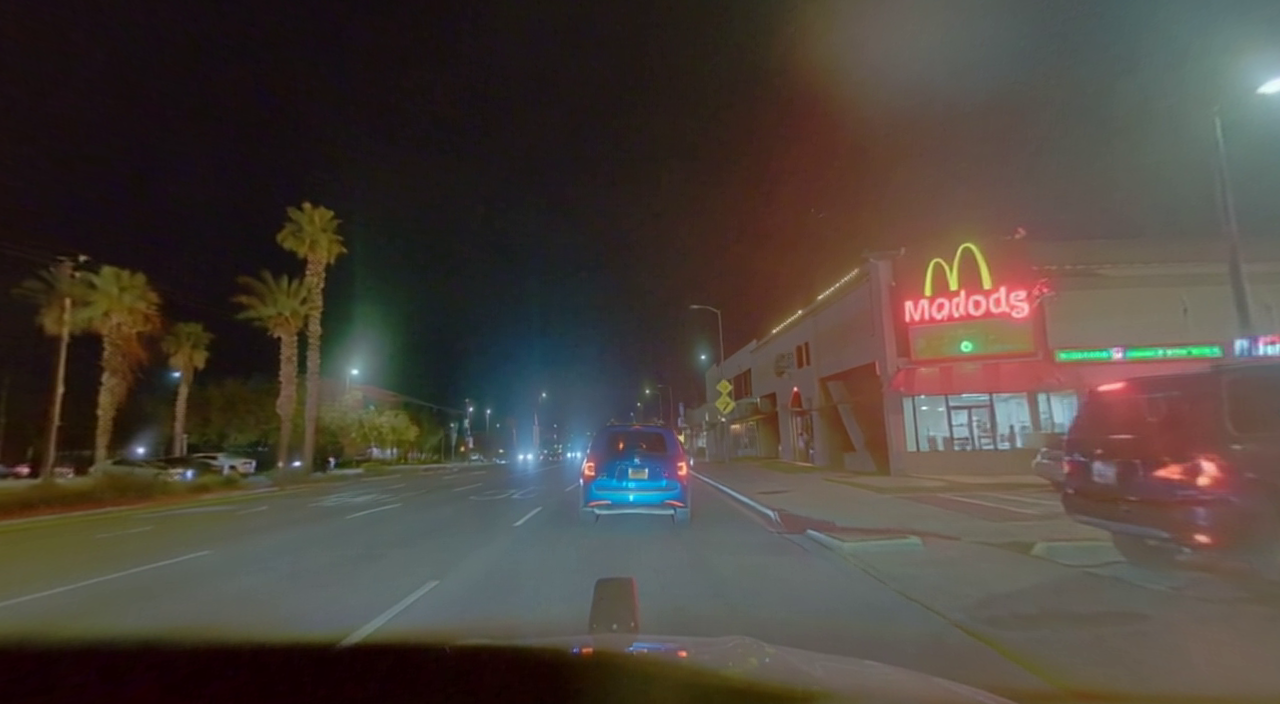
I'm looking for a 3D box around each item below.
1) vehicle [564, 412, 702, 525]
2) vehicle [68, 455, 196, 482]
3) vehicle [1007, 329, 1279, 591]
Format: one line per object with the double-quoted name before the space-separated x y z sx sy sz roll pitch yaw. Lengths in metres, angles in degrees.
"vehicle" -0.157 2.181 12.231 2.234 1.818 3.869 0 -9 -1
"vehicle" -28.127 6.476 35.202 5.154 1.343 1.943 4 -9 -24
"vehicle" 6.231 0.860 5.331 4.828 1.733 2.231 0 -9 0
